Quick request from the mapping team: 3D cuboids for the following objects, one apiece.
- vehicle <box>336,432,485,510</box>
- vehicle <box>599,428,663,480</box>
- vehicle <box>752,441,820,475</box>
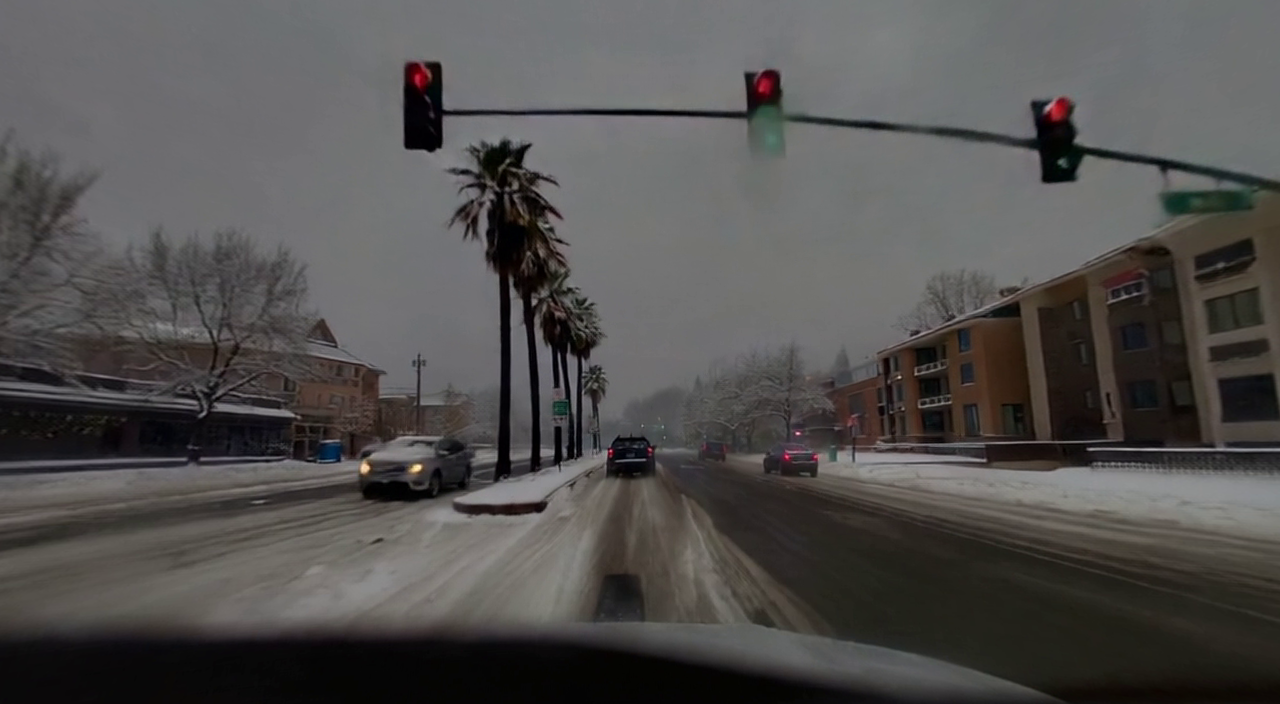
[{"bbox_3d":[-5.257,2.744,15.108,2.028,1.489,4.386,-3,-8,-1],"label":"vehicle"},{"bbox_3d":[-0.315,3.956,24.608,2.277,1.816,4.192,0,-8,0],"label":"vehicle"},{"bbox_3d":[6.793,4.969,29.787,1.975,1.483,4.769,0,-8,-1],"label":"vehicle"}]
